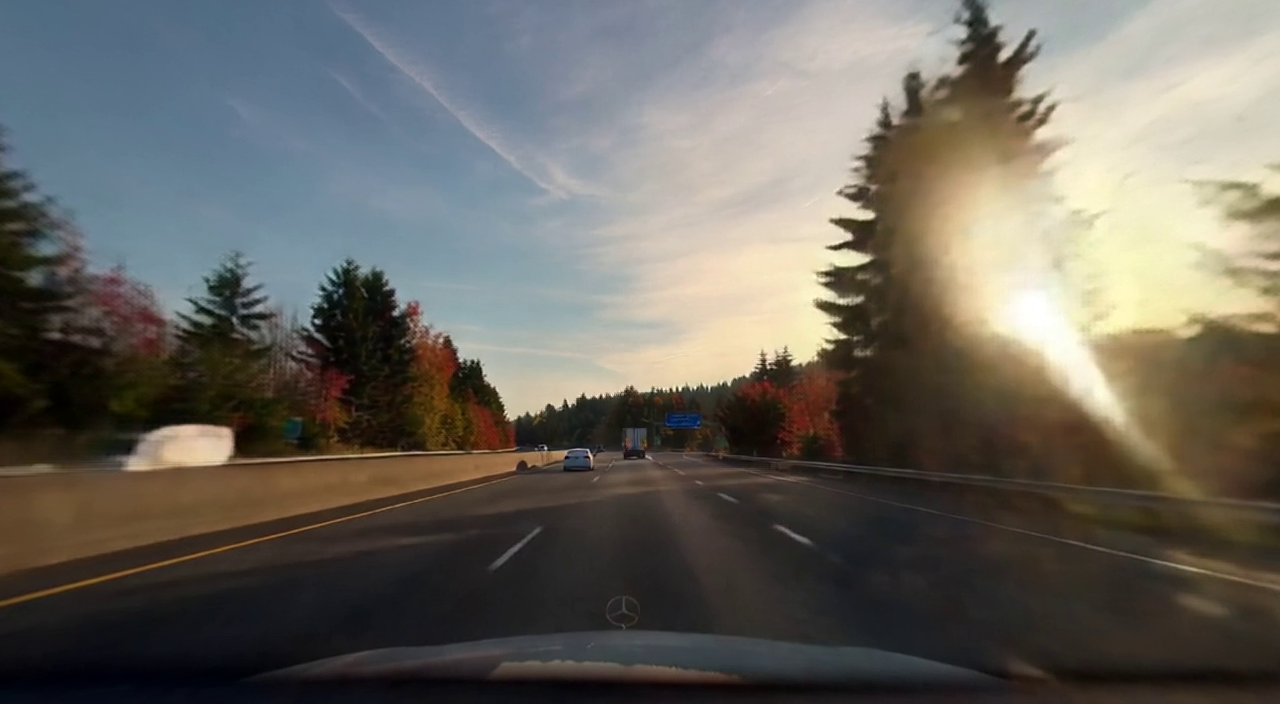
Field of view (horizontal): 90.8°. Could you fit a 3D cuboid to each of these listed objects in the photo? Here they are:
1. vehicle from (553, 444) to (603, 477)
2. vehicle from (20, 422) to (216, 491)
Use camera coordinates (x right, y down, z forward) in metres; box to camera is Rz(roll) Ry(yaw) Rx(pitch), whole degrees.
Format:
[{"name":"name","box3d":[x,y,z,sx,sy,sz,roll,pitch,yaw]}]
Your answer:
[{"name":"vehicle","box3d":[-3.128,5.625,32.963,2.184,1.574,5.004,0,-9,-1]},{"name":"vehicle","box3d":[-16.707,3.384,20.668,2.213,1.948,4.866,0,-9,0]}]
